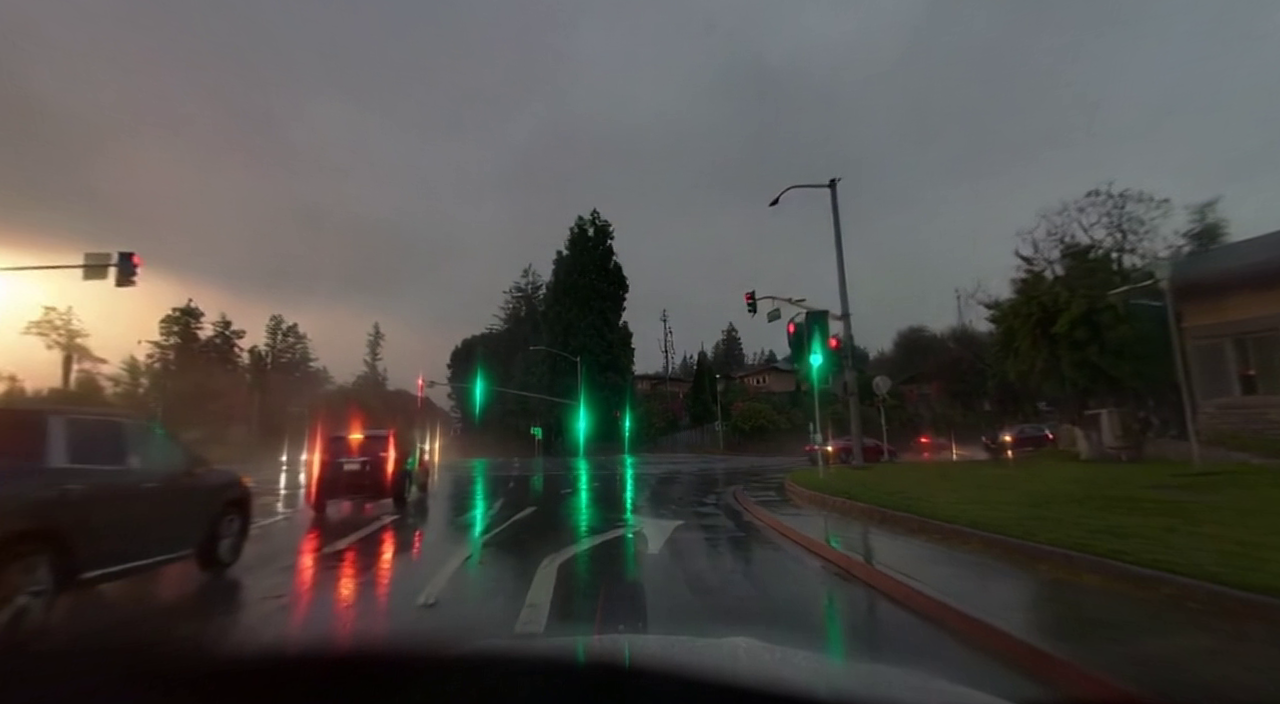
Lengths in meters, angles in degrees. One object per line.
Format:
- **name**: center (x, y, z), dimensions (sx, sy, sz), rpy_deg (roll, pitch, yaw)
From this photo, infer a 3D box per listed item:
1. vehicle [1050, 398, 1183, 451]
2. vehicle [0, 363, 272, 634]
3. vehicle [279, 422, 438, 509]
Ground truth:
- **vehicle**: center (26.813, 4.136, 35.402), dimensions (6.269, 2.785, 2.334), rpy_deg (2, -9, -14)
- **vehicle**: center (-5.596, 1.215, 5.728), dimensions (2.152, 1.822, 4.391), rpy_deg (1, -8, -6)
- **vehicle**: center (-6.081, 2.489, 14.218), dimensions (2.024, 1.655, 4.301), rpy_deg (1, -8, -7)
